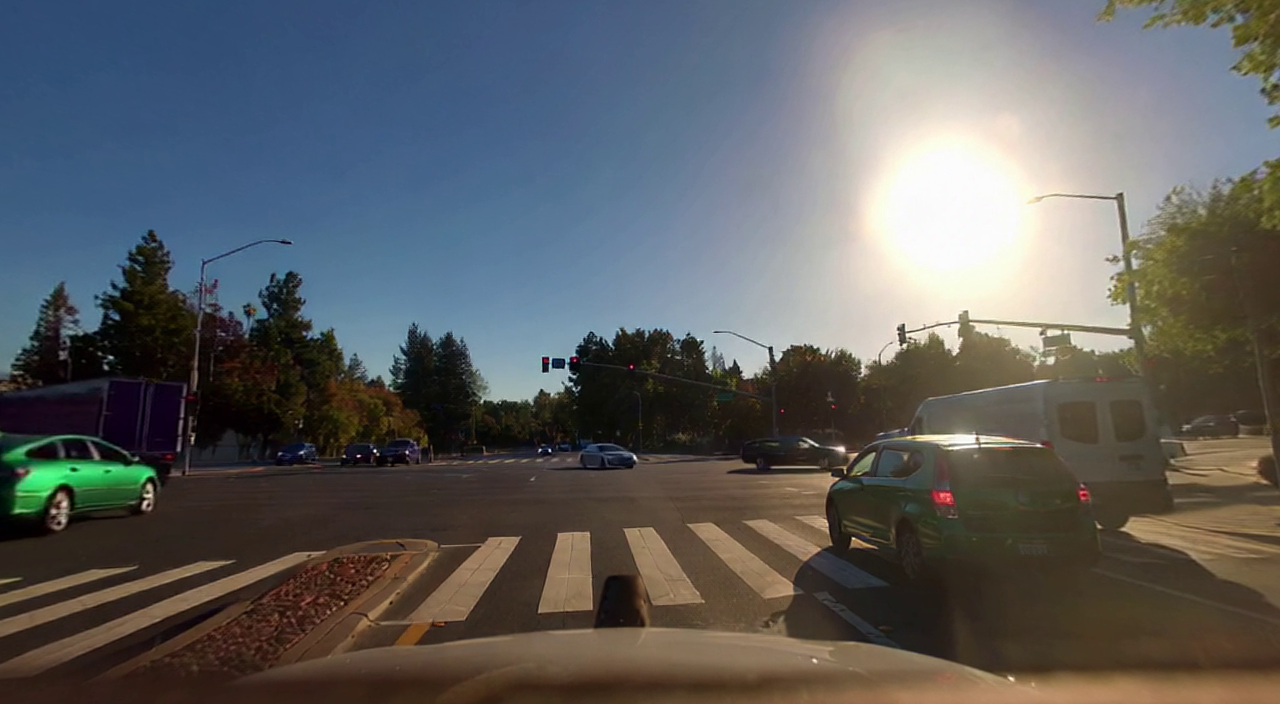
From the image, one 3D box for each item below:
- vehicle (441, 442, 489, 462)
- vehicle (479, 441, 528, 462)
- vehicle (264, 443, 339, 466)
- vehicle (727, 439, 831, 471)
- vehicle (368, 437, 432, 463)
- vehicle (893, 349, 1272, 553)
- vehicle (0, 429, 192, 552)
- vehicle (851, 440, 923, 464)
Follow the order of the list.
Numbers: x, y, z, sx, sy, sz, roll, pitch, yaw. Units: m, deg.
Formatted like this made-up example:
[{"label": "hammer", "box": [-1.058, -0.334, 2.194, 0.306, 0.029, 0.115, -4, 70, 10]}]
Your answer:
[{"label": "vehicle", "box": [-13.178, 7.586, 47.853, 1.845, 1.426, 4.289, -1, -9, 8]}, {"label": "vehicle", "box": [-10.142, 7.462, 47.402, 2.097, 1.484, 4.596, -1, -9, 7]}, {"label": "vehicle", "box": [-21.833, 6.641, 41.010, 1.859, 1.415, 4.591, -1, -9, 8]}, {"label": "vehicle", "box": [6.942, 5.093, 31.413, 4.846, 1.487, 2.086, -3, -9, 16]}, {"label": "vehicle", "box": [-17.374, 7.151, 46.006, 2.189, 1.753, 4.785, -1, -9, 8]}, {"label": "vehicle", "box": [6.537, 1.603, 10.538, 2.332, 2.511, 5.326, 0, -9, -1]}, {"label": "vehicle", "box": [-9.163, 2.016, 9.832, 1.993, 1.496, 4.524, 2, -9, -14]}, {"label": "vehicle", "box": [17.112, 6.922, 43.671, 4.524, 1.560, 2.052, 4, -10, -27]}]
